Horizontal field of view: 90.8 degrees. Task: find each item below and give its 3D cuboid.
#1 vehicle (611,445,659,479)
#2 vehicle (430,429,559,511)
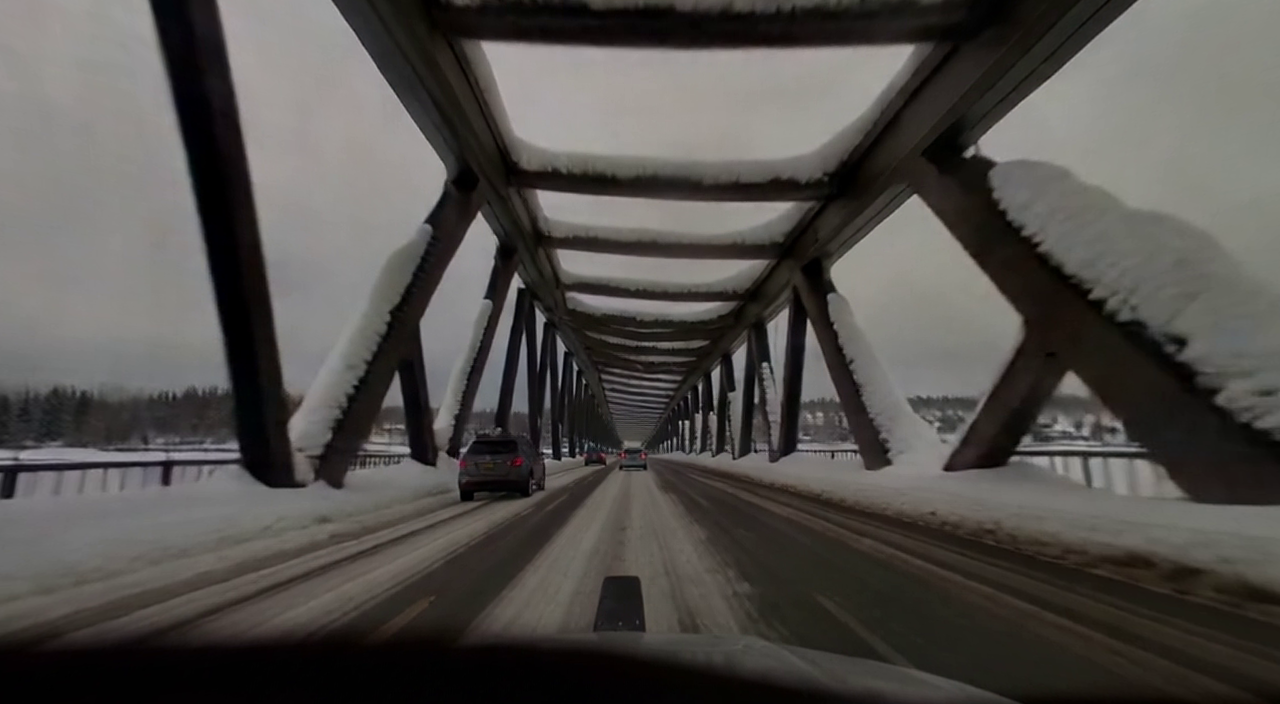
[{"bbox_3d":[-0.254,5.060,29.248,2.048,1.450,3.973,-1,-9,-1],"label":"vehicle"},{"bbox_3d":[-3.584,3.019,16.607,2.190,1.807,4.741,-1,-9,1],"label":"vehicle"}]
